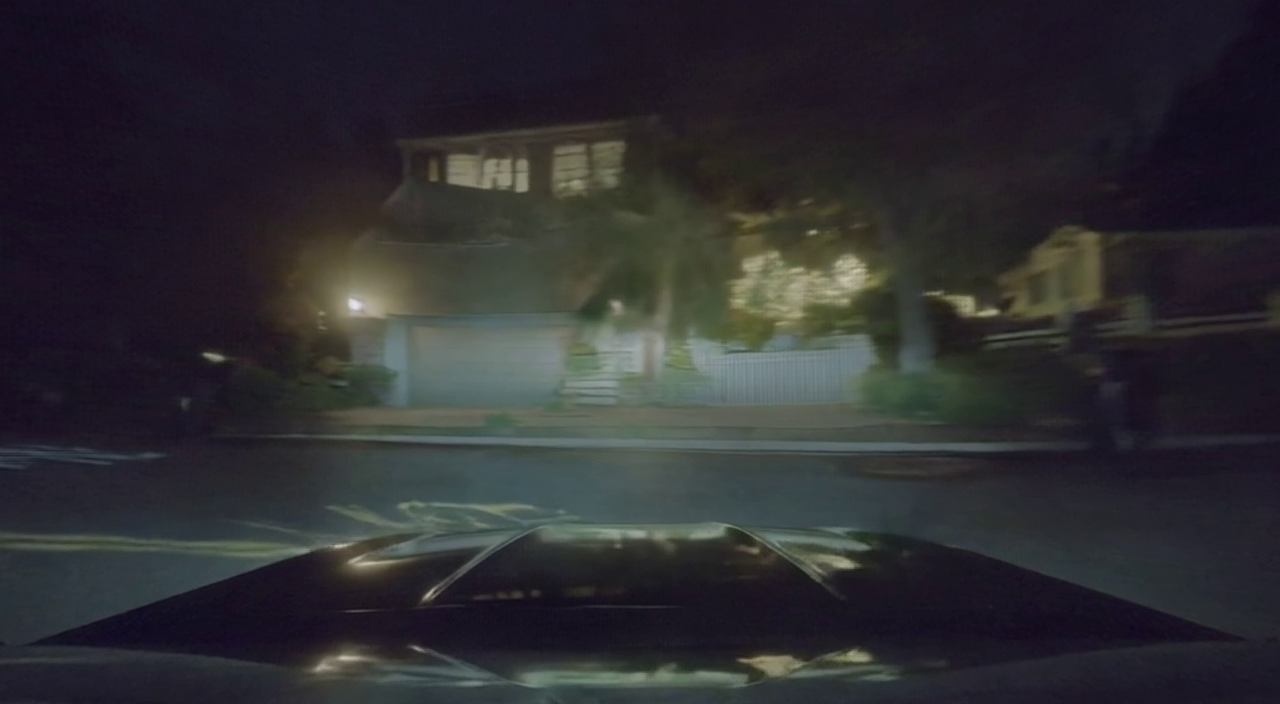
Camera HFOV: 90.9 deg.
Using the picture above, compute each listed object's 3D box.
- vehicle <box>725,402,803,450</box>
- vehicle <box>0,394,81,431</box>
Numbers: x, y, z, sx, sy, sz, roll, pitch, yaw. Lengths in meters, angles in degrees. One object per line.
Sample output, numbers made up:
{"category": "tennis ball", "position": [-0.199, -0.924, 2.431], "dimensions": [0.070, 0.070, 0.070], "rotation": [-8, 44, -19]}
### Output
{"category": "vehicle", "position": [4.119, 2.623, 21.720], "dimensions": [1.860, 1.477, 4.629], "rotation": [0, -8, 1]}
{"category": "vehicle", "position": [-30.570, 3.042, 30.997], "dimensions": [2.019, 1.697, 4.310], "rotation": [0, -7, 3]}
